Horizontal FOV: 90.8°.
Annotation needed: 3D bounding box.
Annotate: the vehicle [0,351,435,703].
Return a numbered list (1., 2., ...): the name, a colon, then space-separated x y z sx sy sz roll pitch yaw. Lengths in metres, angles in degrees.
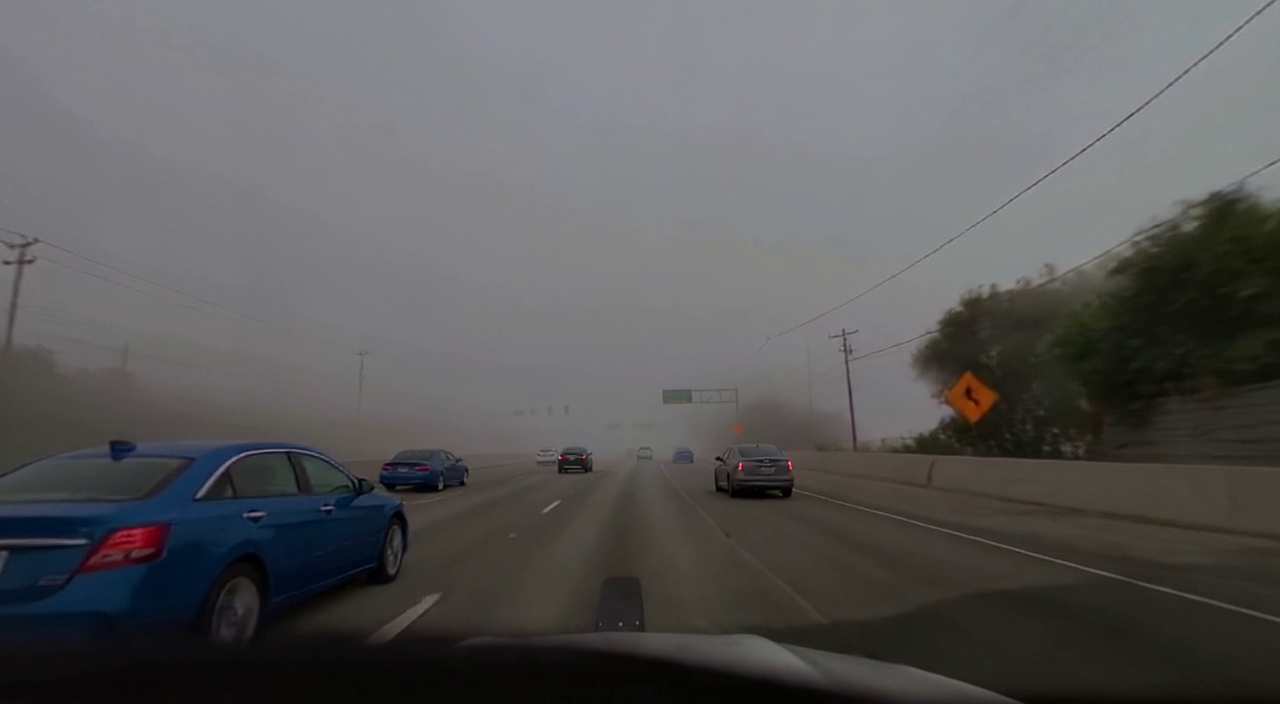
1. vehicle: -3.248 1.175 4.520 2.104 1.707 4.338 0 -9 0

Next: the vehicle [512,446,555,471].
1. vehicle: -6.590 6.665 39.631 1.877 1.474 4.475 0 -9 0

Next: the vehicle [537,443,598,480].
1. vehicle: -3.114 4.808 28.009 2.066 1.488 4.377 -1 -9 2

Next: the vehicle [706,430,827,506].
1. vehicle: 3.027 2.901 16.179 2.100 1.659 4.387 0 -9 -1
